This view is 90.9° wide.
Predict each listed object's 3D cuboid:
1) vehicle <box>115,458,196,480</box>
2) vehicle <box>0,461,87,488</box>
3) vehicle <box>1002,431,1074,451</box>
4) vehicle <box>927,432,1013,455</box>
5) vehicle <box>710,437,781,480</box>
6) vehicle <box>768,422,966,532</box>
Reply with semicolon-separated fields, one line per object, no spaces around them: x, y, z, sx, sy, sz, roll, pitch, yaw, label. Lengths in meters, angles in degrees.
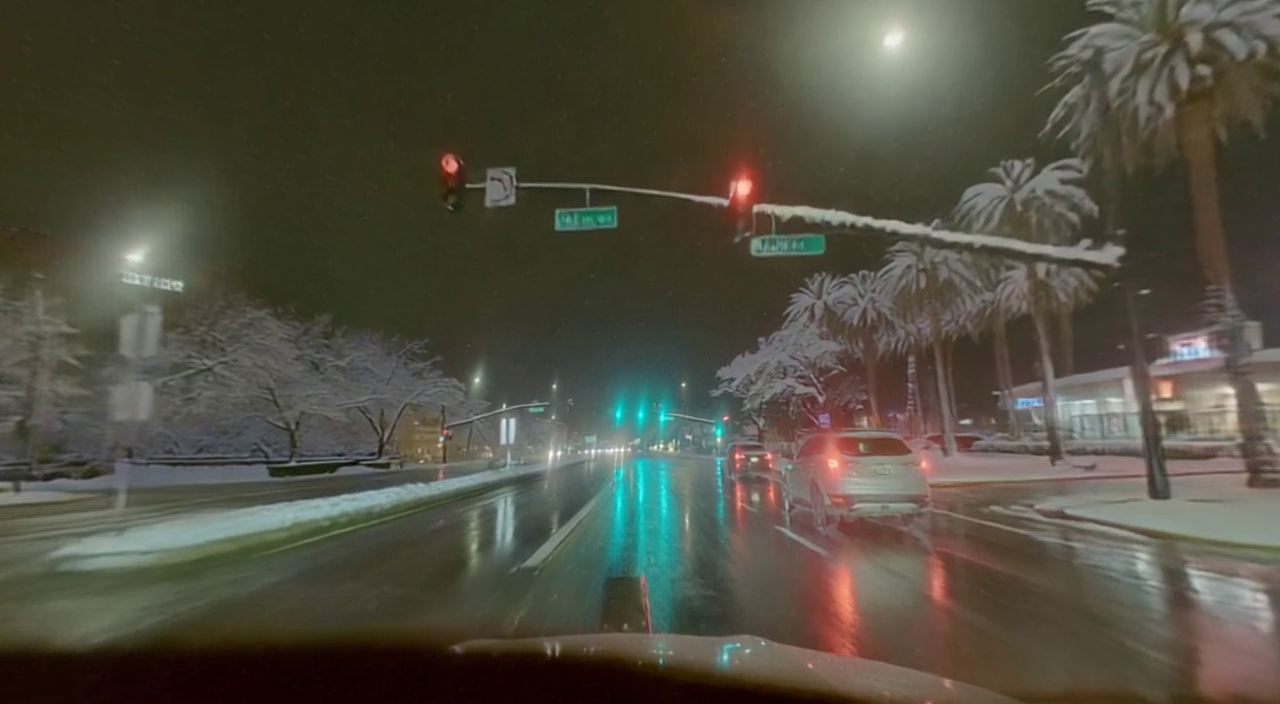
-36.264;8.741;47.228;4.500;1.448;1.901;-1;-8;1;vehicle
-37.303;7.531;38.826;4.648;1.484;1.908;0;-8;1;vehicle
29.286;6.581;46.528;1.759;1.440;4.112;4;-9;-24;vehicle
21.587;6.000;41.320;4.532;1.477;1.914;-1;-8;3;vehicle
3.869;3.991;23.962;1.870;1.467;4.800;0;-8;0;vehicle
3.632;2.066;11.016;1.931;1.534;4.126;0;-8;1;vehicle
